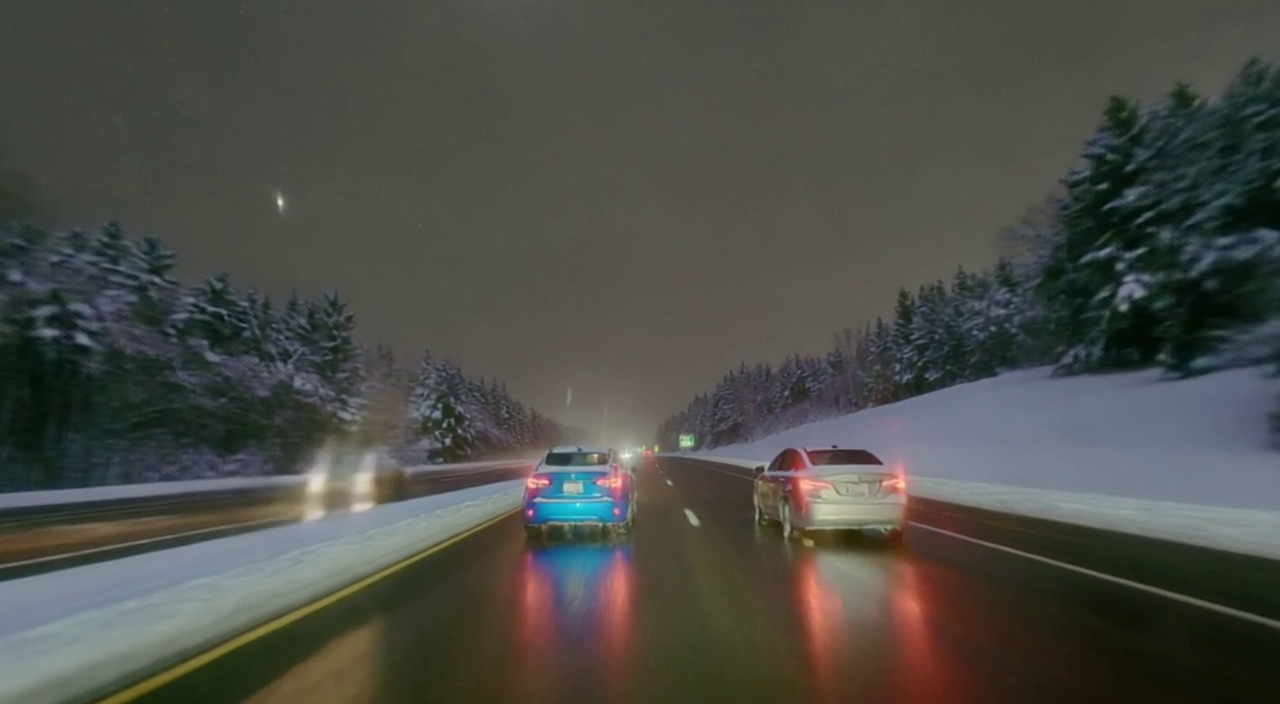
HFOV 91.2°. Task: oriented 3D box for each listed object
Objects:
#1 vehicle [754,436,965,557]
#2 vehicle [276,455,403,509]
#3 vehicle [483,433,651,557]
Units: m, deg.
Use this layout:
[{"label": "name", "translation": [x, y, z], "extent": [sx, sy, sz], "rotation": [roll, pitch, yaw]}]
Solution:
[{"label": "vehicle", "translation": [3.198, 2.179, 10.150], "extent": [2.021, 1.533, 4.014], "rotation": [-1, -9, 2]}, {"label": "vehicle", "translation": [-9.660, 4.171, 20.575], "extent": [1.937, 1.521, 4.208], "rotation": [-1, -9, 2]}, {"label": "vehicle", "translation": [-0.902, 2.153, 10.147], "extent": [2.083, 1.548, 4.251], "rotation": [-1, -9, 2]}]
